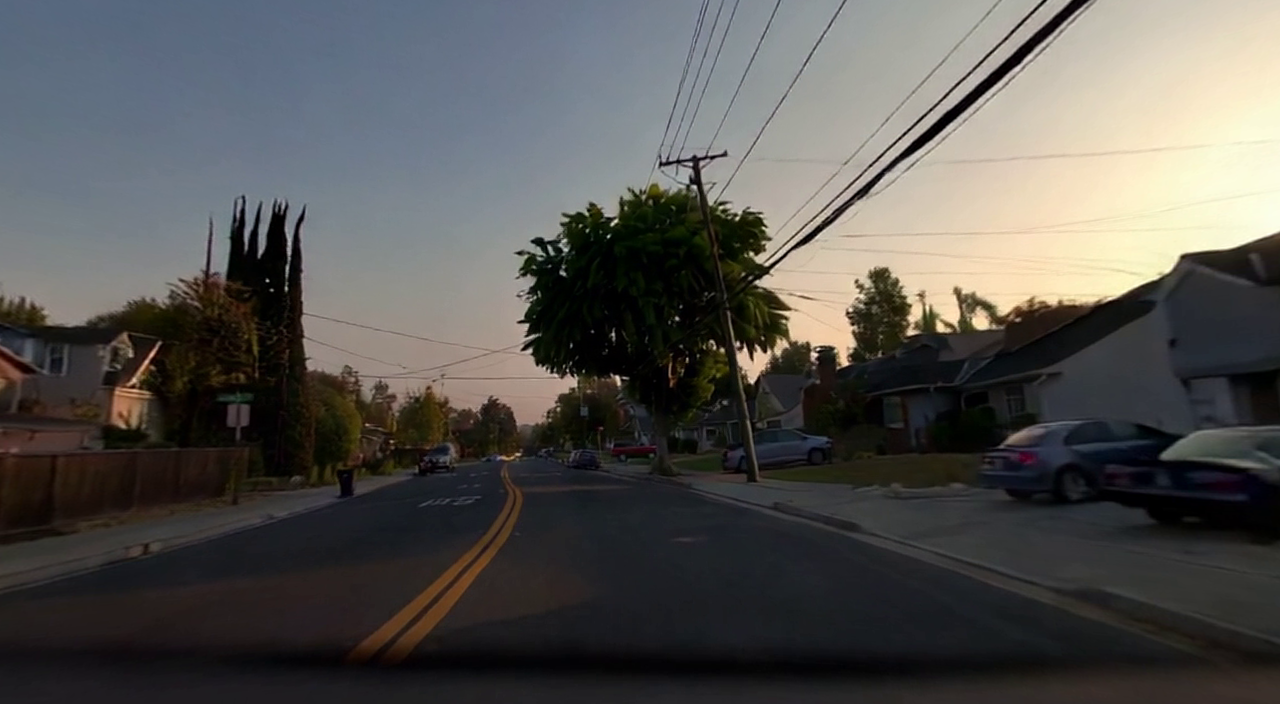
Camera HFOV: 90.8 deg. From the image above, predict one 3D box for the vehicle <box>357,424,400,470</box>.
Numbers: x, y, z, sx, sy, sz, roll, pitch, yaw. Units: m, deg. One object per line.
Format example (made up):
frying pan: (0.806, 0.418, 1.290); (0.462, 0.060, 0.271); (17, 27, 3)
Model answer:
vehicle: (-20.310, 7.454, 49.404); (2.781, 3.221, 7.995); (2, -9, -21)

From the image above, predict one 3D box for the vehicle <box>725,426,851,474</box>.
vehicle: (5.767, 3.840, 24.919); (4.337, 1.768, 1.962); (1, -8, -10)

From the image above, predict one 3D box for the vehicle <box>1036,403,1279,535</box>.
vehicle: (8.178, 1.528, 8.531); (4.382, 1.531, 1.925); (0, -8, -3)

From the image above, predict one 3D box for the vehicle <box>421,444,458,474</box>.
vehicle: (-14.059, 7.578, 44.516); (2.046, 1.777, 4.473); (-1, -11, -12)
